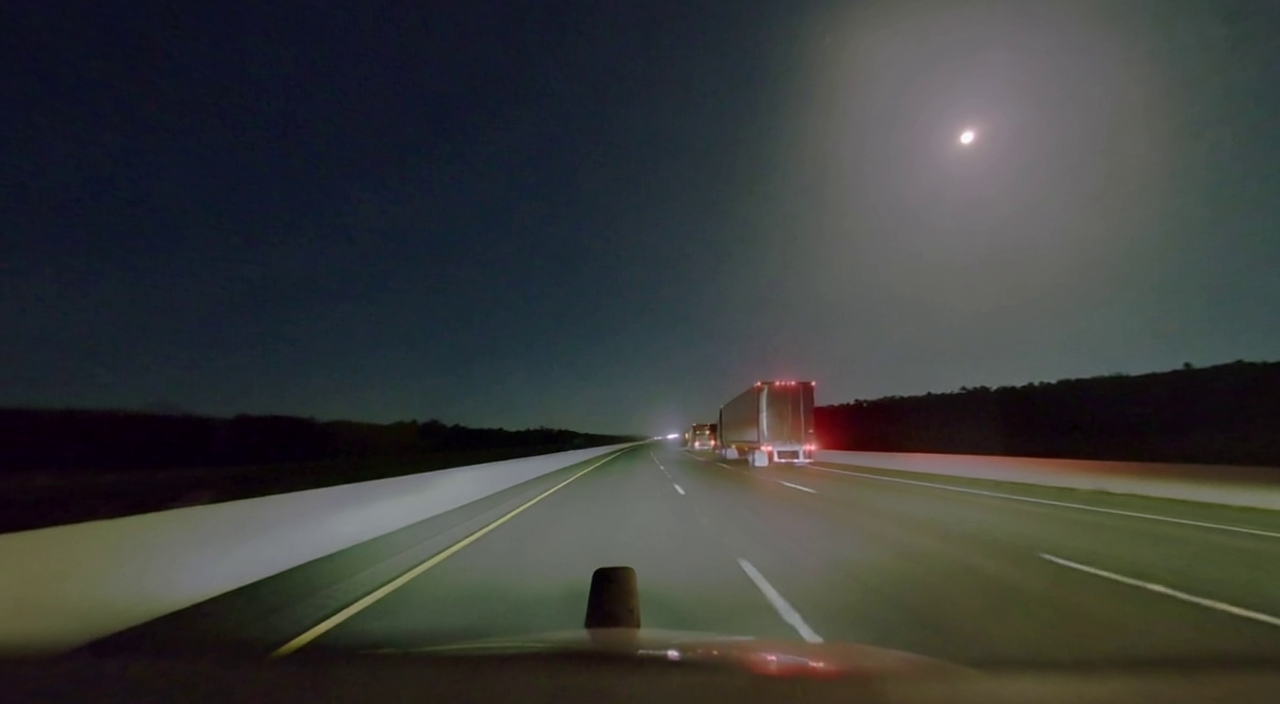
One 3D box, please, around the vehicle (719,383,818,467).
[{"bbox_3d":[7.168,4.540,37.806,2.885,4.075,13.981,0,-8,0],"label":"vehicle"}]
